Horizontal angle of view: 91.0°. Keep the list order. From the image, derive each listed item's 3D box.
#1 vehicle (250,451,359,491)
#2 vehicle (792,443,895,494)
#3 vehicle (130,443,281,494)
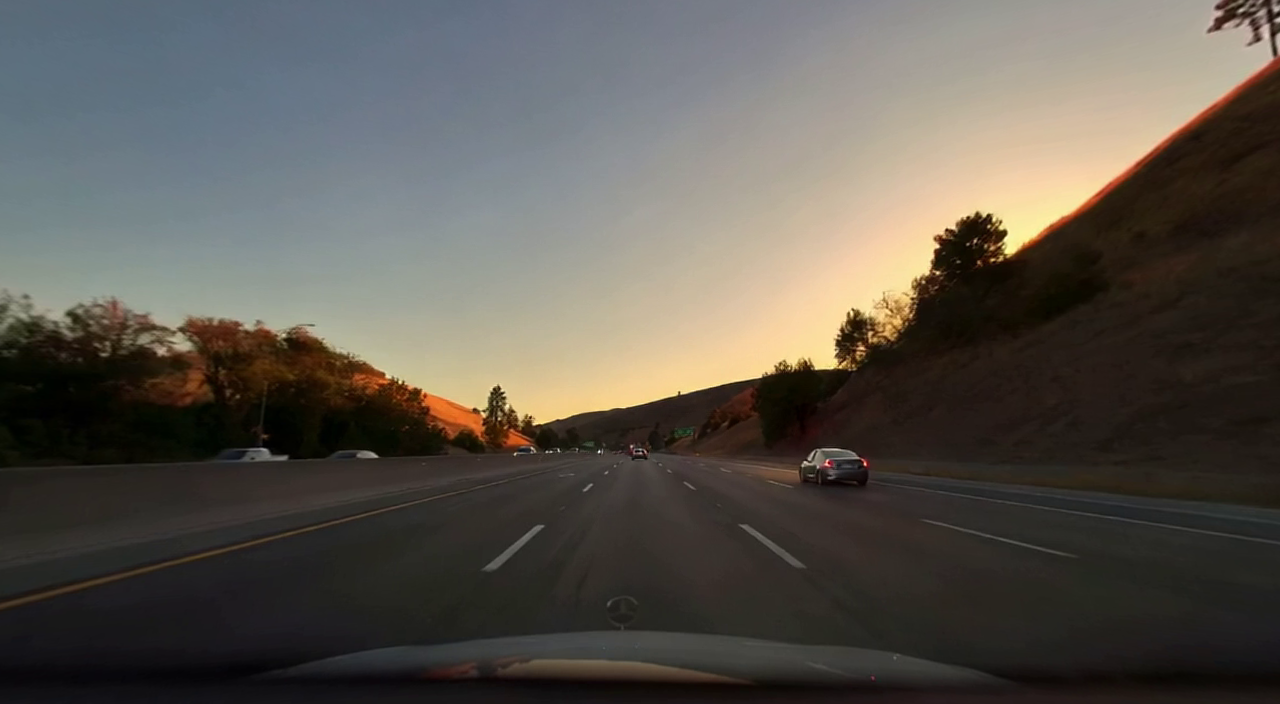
[{"bbox_3d":[-14.402,5.101,27.437,2.153,1.568,4.661,0,-9,0],"label":"vehicle"},{"bbox_3d":[6.607,3.818,20.963,1.976,1.495,4.217,0,-9,-1],"label":"vehicle"},{"bbox_3d":[-18.351,4.924,27.102,2.382,1.912,5.699,0,-9,1],"label":"vehicle"}]
